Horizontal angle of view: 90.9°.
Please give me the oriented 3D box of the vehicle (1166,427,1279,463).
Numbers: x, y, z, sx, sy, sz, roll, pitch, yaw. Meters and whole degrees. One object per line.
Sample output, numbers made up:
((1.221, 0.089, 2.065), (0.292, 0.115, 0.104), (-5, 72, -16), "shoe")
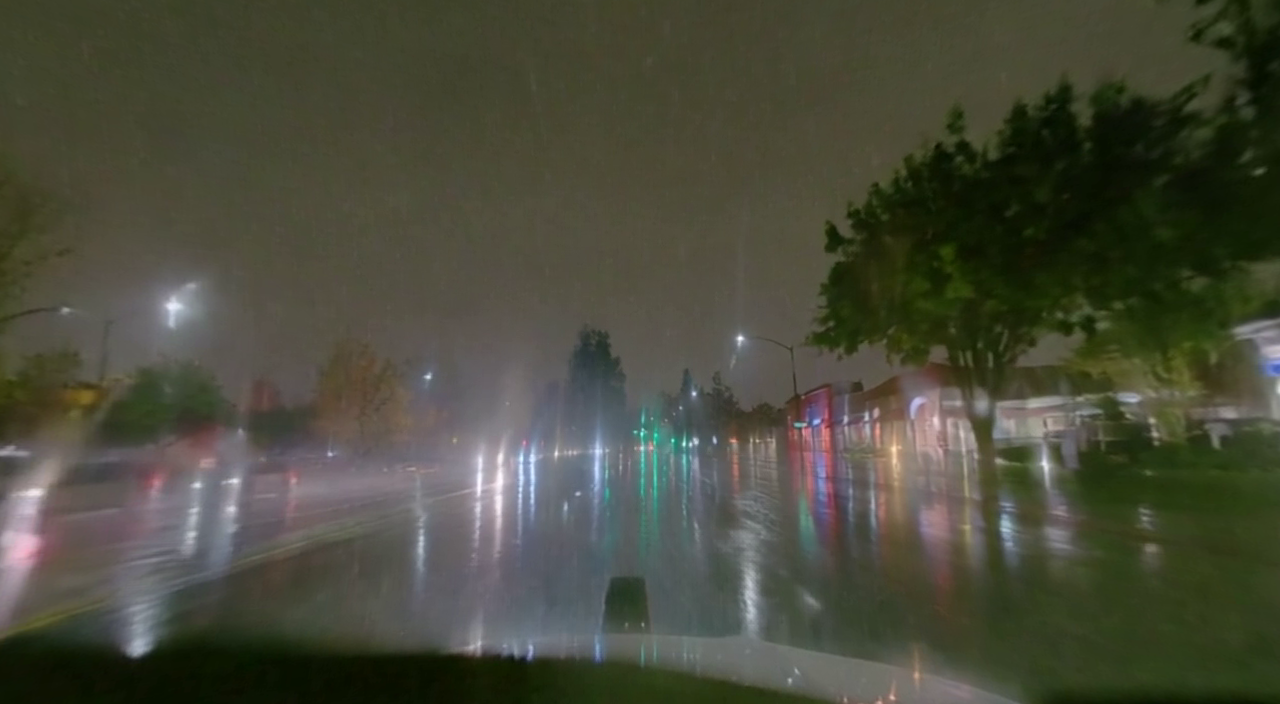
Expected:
((25.921, 3.982, 26.893), (4.942, 1.435, 1.987), (-5, -10, 28), "vehicle")

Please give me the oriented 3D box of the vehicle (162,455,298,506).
((-14.481, 4.531, 22.639), (1.963, 1.487, 4.331), (-3, -9, 1), "vehicle")

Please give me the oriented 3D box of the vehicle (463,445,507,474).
((-10.157, 7.056, 41.622), (2.012, 1.756, 4.268), (-1, -9, -3), "vehicle")

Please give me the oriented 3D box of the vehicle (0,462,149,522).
((-18.018, 4.253, 19.454), (1.945, 1.486, 4.652), (-4, -9, 1), "vehicle")
